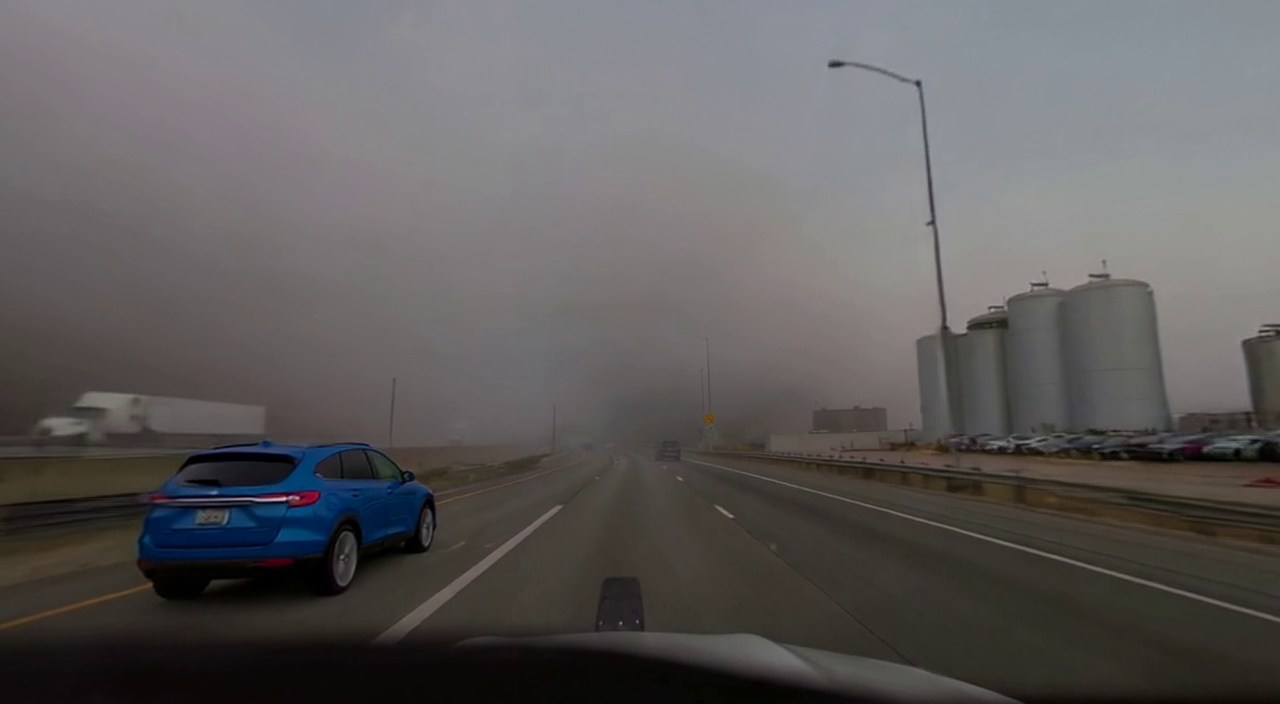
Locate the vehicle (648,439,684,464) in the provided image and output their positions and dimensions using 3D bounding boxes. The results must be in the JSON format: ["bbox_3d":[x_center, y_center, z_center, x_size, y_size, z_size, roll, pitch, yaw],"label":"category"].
[{"bbox_3d":[1.940,7.604,48.348,2.296,1.790,5.067,0,-9,-3],"label":"vehicle"}]

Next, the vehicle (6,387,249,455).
[{"bbox_3d":[-25.912,3.824,33.161,2.934,2.961,11.154,0,-8,4],"label":"vehicle"}]
